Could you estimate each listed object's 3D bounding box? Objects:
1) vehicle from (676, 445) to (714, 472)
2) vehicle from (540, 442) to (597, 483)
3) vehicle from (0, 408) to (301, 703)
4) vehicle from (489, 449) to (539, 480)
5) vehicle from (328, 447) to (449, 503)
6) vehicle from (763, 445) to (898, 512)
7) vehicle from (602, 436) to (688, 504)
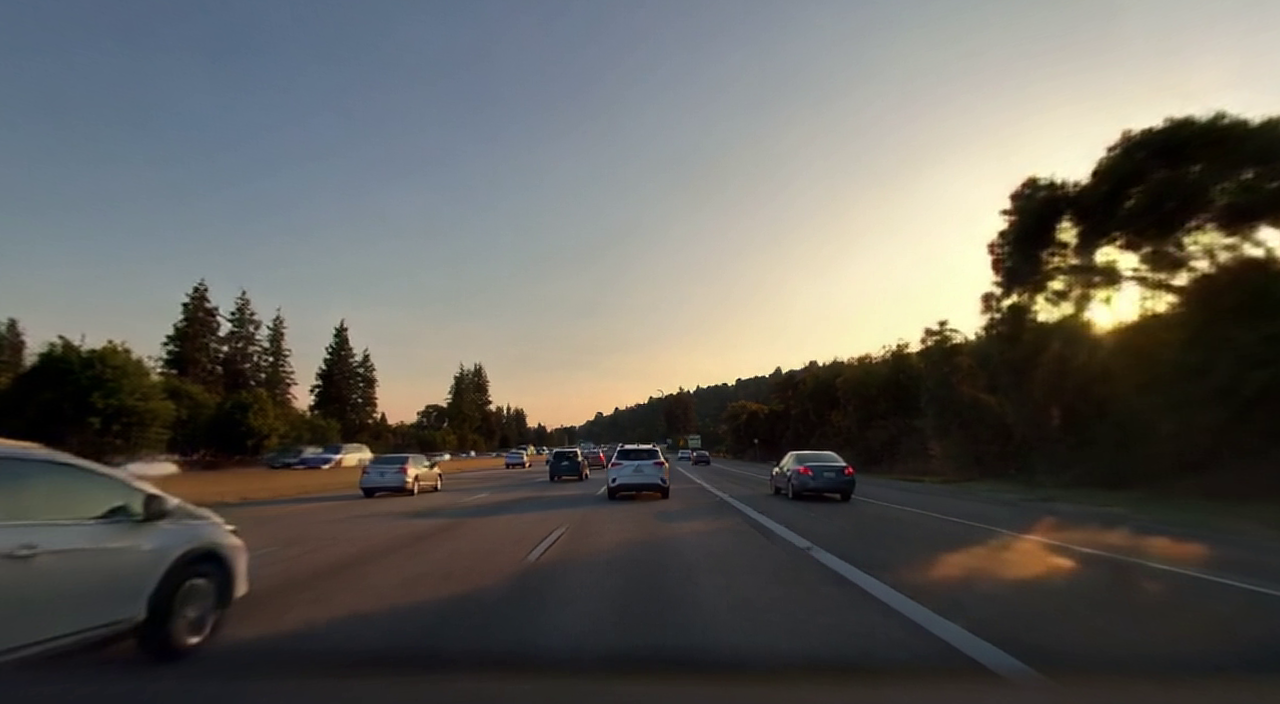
[{"bbox_3d":[3.905,7.635,45.463,2.175,1.830,5.173,0,-9,-1],"label":"vehicle"},{"bbox_3d":[-3.354,5.274,30.341,2.142,1.808,4.266,0,-9,1],"label":"vehicle"},{"bbox_3d":[-3.570,0.972,2.455,2.011,1.498,4.341,0,-9,1],"label":"vehicle"},{"bbox_3d":[-7.071,6.358,35.836,1.931,1.617,4.060,0,-9,1],"label":"vehicle"},{"bbox_3d":[-7.684,3.768,19.778,1.927,1.514,4.474,0,-9,1],"label":"vehicle"},{"bbox_3d":[4.687,3.157,16.325,2.006,1.474,4.669,0,-9,-1],"label":"vehicle"},{"bbox_3d":[0.160,3.371,18.432,2.223,1.722,4.177,0,-9,1],"label":"vehicle"}]
